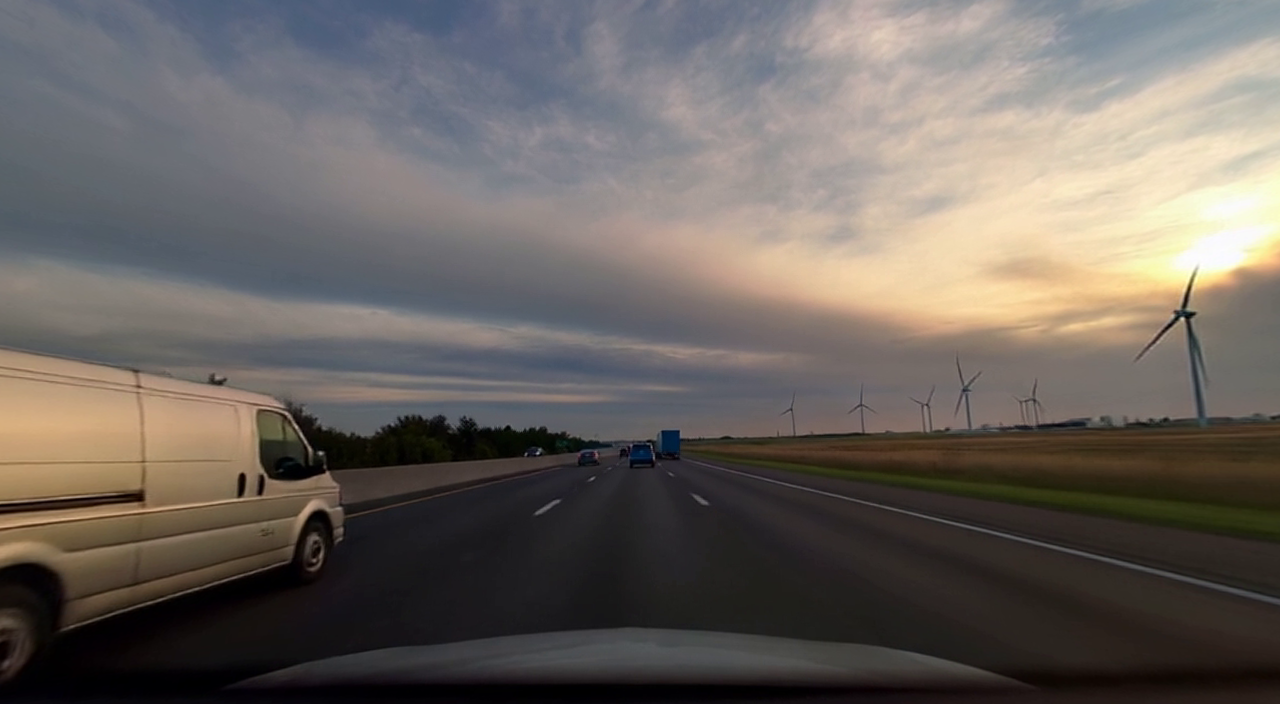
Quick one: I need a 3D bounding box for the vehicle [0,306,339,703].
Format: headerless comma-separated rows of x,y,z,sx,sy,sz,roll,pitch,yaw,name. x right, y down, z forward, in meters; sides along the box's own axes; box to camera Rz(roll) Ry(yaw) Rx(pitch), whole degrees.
-4.101,0.925,3.807,2.238,1.984,4.650,0,-9,0,vehicle

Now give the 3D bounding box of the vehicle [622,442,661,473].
0.068,6.090,36.521,2.083,1.689,4.083,0,-9,0,vehicle

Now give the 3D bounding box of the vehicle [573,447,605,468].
-3.747,7.841,46.999,1.984,1.491,4.341,0,-9,0,vehicle
